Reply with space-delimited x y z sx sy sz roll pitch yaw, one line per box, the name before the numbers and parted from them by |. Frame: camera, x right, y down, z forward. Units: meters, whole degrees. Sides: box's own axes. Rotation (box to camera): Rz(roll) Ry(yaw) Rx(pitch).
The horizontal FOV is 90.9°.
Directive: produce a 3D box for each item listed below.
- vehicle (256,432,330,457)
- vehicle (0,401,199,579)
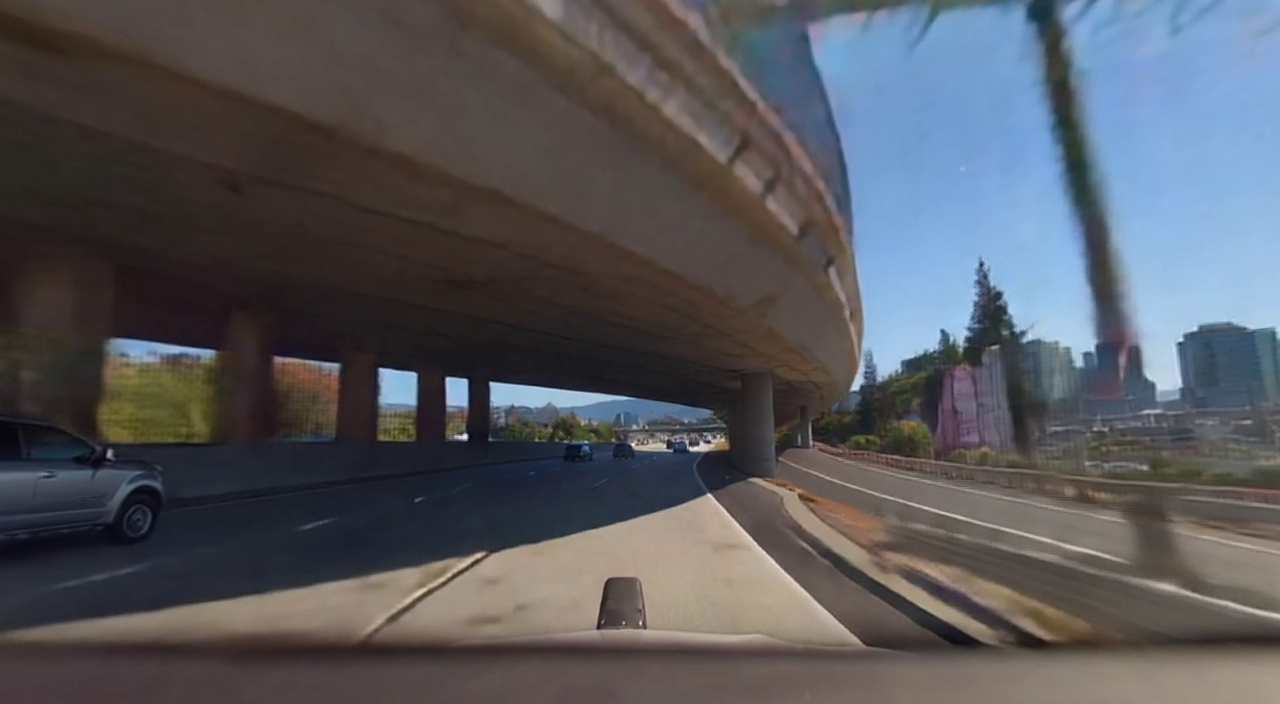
vehicle | -21.776 5.880 39.807 1.830 1.440 4.476 0 -10 5
vehicle | -6.891 1.264 5.863 1.923 1.630 4.857 1 -9 2
